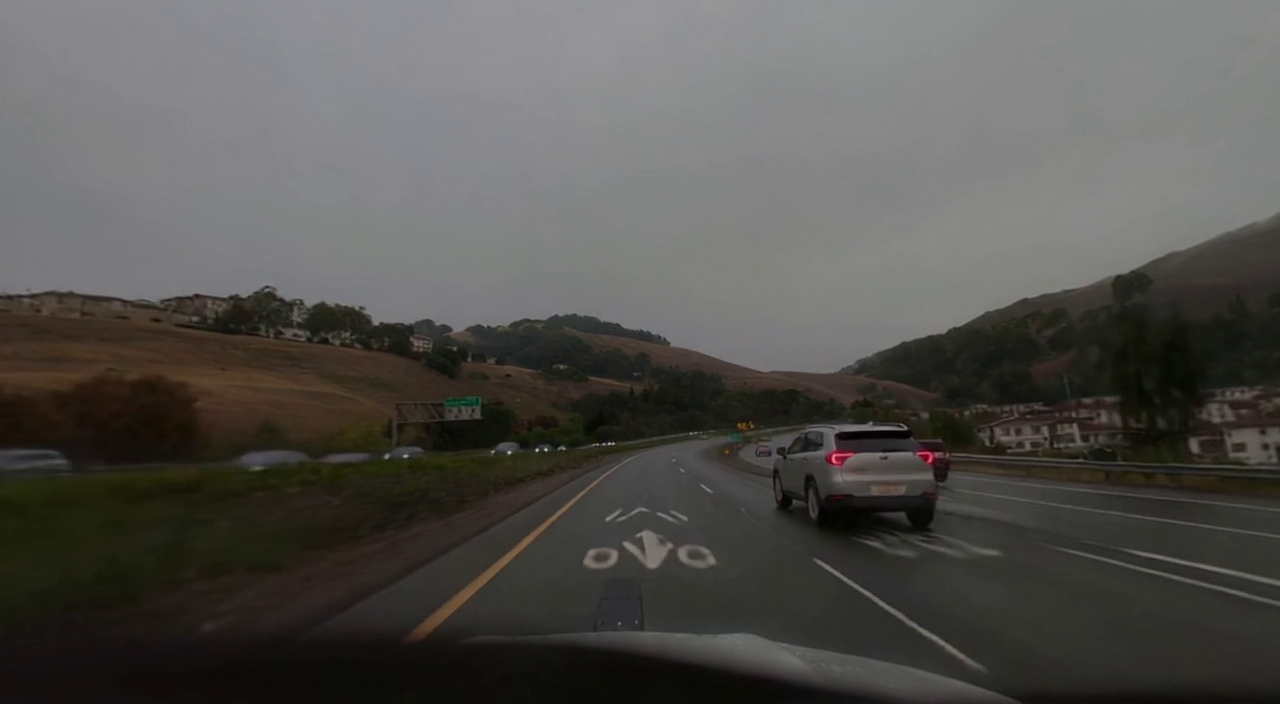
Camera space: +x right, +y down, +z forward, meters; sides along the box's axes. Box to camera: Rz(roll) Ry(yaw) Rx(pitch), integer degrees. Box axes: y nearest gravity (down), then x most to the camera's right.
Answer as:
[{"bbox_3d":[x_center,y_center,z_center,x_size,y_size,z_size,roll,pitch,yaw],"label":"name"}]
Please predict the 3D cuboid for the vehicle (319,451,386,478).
[{"bbox_3d":[-17.384,6.808,38.305,1.868,1.481,4.469,0,-8,1],"label":"vehicle"}]

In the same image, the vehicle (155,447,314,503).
[{"bbox_3d":[-13.803,4.177,21.912,2.328,1.680,4.778,0,-8,0],"label":"vehicle"}]

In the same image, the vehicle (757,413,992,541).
[{"bbox_3d":[3.714,2.091,11.159,2.318,1.766,4.587,0,-8,-1],"label":"vehicle"}]
